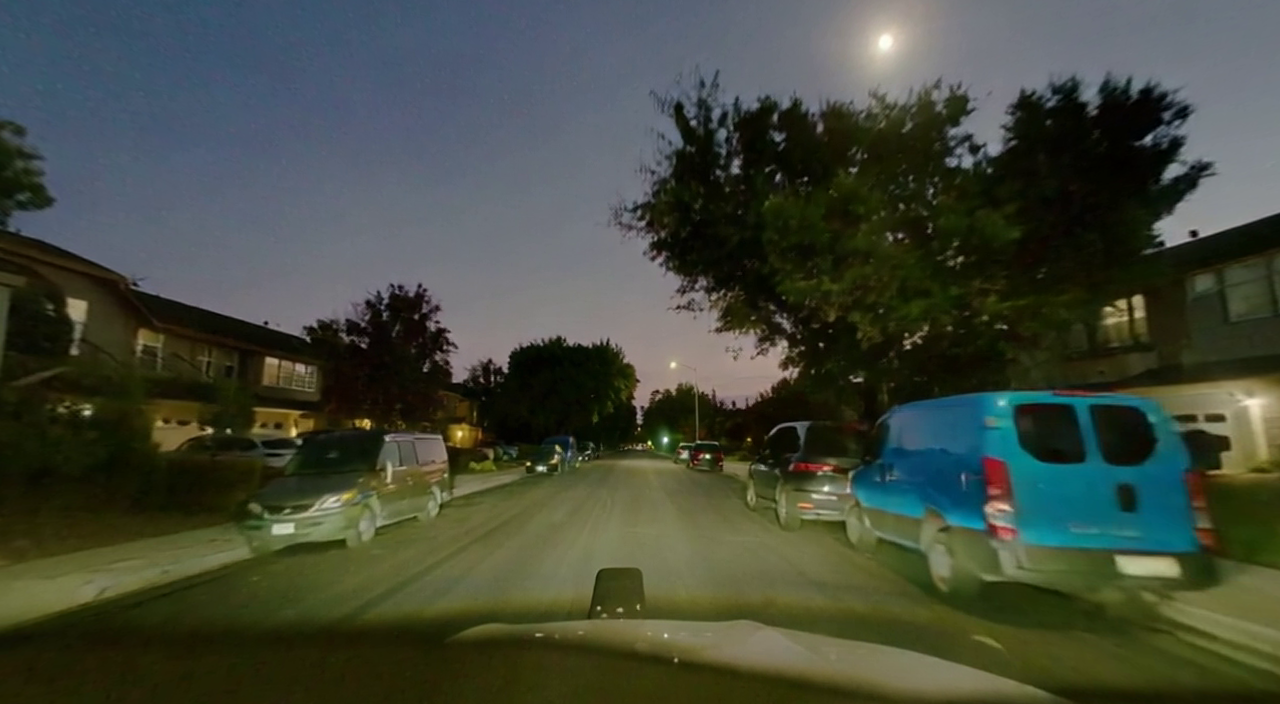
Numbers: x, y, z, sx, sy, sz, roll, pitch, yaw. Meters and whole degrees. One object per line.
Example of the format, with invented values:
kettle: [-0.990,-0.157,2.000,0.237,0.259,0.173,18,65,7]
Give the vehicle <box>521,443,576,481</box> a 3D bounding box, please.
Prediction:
vehicle: [-4.684,5.671,33.063,2.116,1.659,4.832,-2,-7,1]

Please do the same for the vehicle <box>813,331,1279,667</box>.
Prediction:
vehicle: [3.572,1.297,6.533,2.144,2.166,4.766,0,-9,-1]

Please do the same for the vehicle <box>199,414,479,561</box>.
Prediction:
vehicle: [-4.826,2.238,11.498,2.364,1.968,5.671,0,-8,-1]

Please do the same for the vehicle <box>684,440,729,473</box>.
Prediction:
vehicle: [4.002,6.416,39.005,2.152,1.810,5.846,0,-9,0]
